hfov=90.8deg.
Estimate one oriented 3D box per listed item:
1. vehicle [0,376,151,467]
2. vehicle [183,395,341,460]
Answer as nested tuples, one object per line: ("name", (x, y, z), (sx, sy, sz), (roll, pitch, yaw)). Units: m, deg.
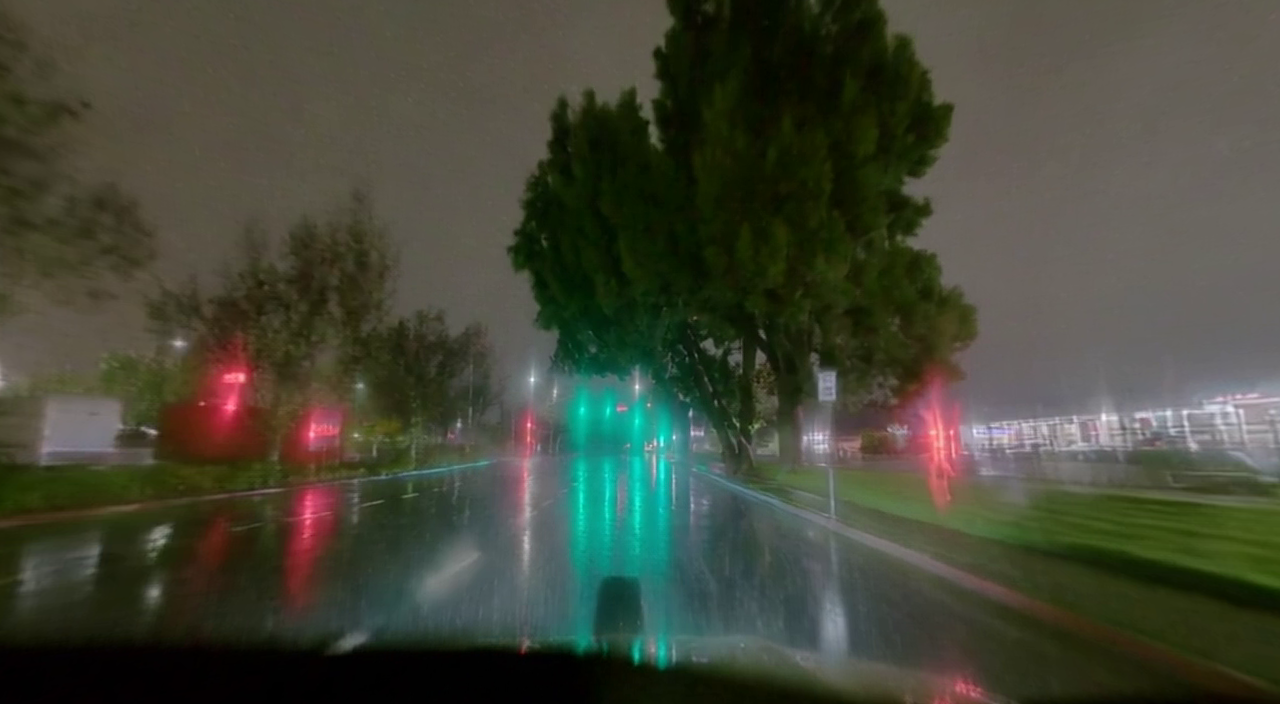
("vehicle", (-19.544, 2.160, 19.267), (6.919, 2.613, 2.356), (1, -9, -4))
("vehicle", (-19.777, 4.025, 33.369), (6.595, 3.267, 2.535), (0, -9, 0))
